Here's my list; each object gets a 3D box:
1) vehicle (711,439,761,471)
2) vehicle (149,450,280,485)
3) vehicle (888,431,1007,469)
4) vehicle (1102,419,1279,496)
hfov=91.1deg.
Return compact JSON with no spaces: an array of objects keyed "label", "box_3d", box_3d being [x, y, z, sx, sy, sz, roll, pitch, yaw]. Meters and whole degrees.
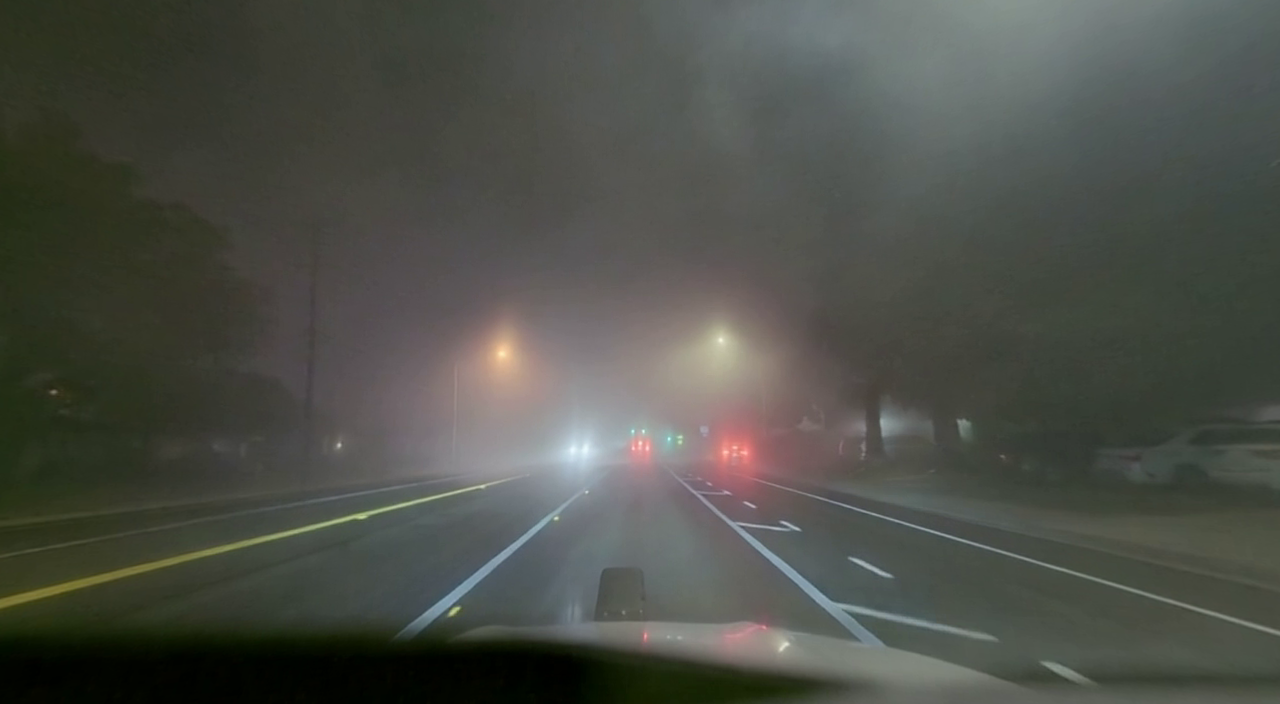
[{"label":"vehicle","box_3d":[5.625,6.121,37.486,2.114,1.799,4.960,0,-9,-1]},{"label":"vehicle","box_3d":[-19.063,5.190,28.241,4.500,1.482,1.916,0,-9,1]},{"label":"vehicle","box_3d":[14.068,4.509,28.926,4.399,1.663,1.970,0,-8,1]},{"label":"vehicle","box_3d":[13.985,2.495,15.045,4.319,1.677,1.985,1,-9,-6]}]
